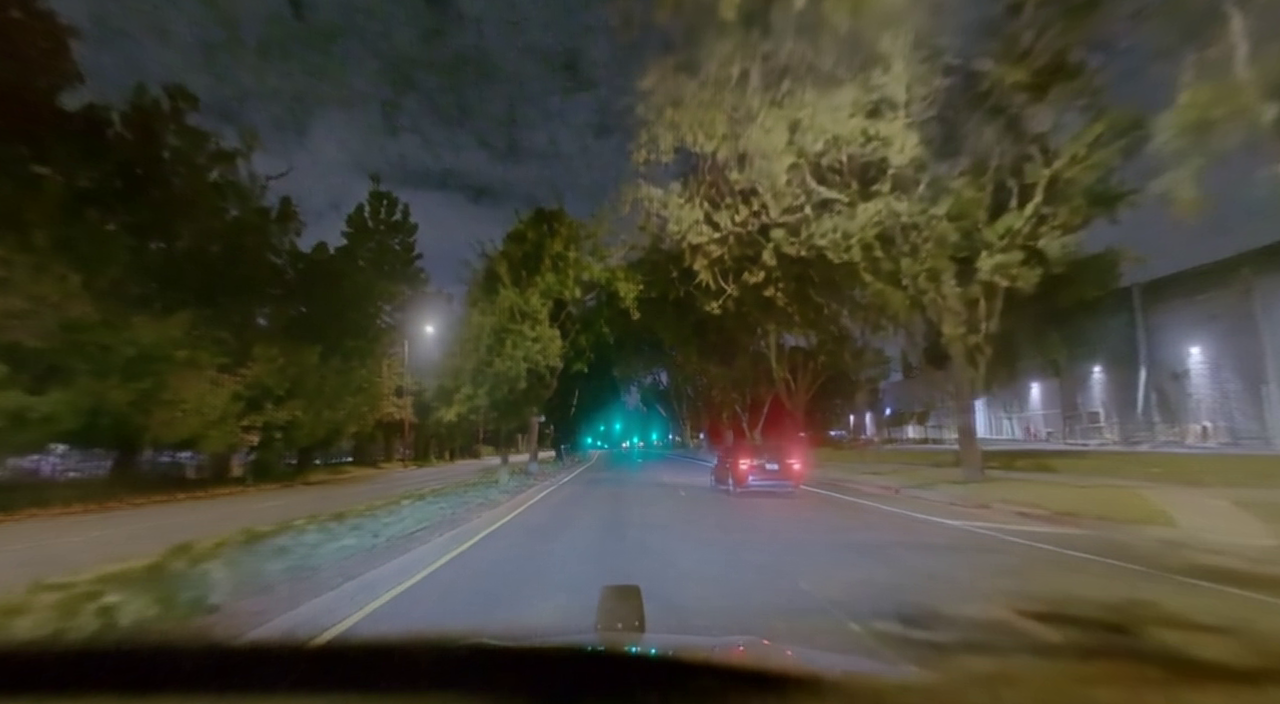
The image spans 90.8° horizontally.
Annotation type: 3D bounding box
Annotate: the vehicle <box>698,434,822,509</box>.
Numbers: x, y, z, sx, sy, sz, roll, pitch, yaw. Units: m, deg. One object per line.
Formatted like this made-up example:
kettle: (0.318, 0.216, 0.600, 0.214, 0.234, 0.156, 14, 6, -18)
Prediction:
vehicle: (2.668, 2.800, 15.215, 1.985, 1.529, 4.316, 1, -9, -2)
